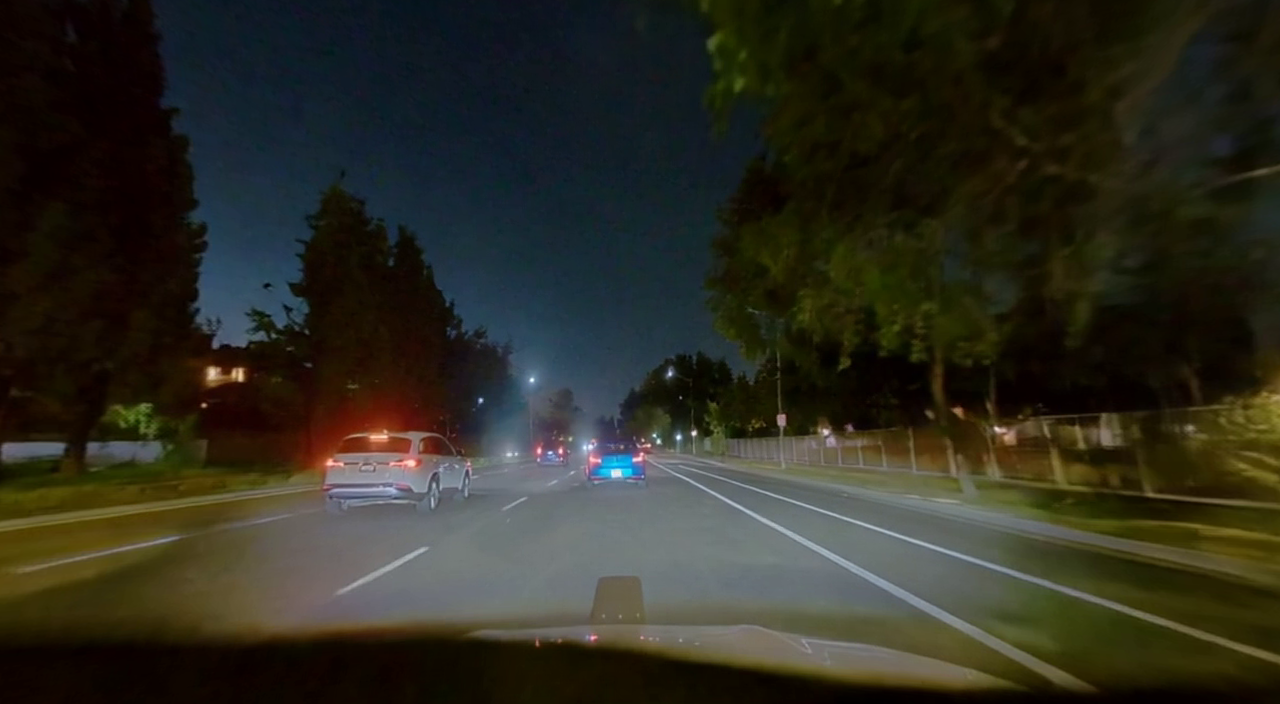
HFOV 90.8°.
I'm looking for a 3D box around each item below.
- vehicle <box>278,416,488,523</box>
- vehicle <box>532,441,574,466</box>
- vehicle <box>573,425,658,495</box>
[{"bbox_3d":[-4.724,2.250,12.608,2.243,1.722,4.621,0,-8,0],"label":"vehicle"},{"bbox_3d":[-5.424,6.406,40.022,2.014,1.493,4.658,0,-8,0],"label":"vehicle"},{"bbox_3d":[-0.643,3.047,18.133,2.131,1.761,4.242,0,-8,-1],"label":"vehicle"}]
